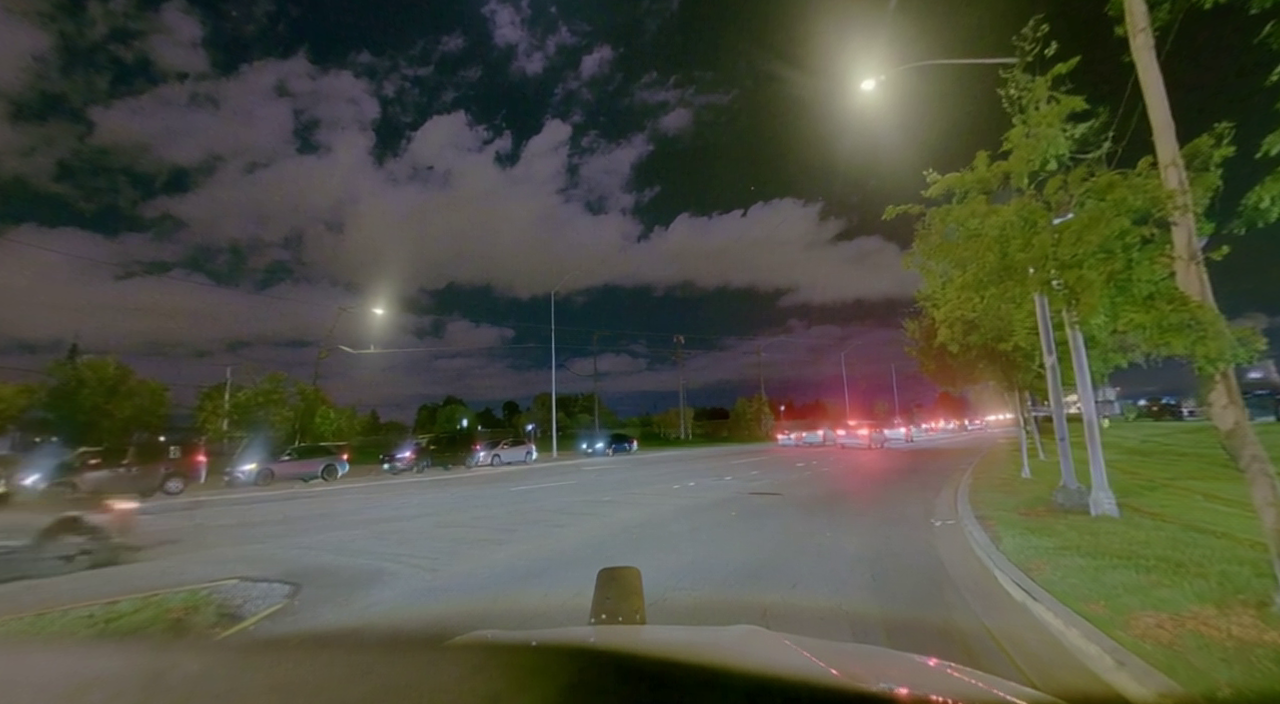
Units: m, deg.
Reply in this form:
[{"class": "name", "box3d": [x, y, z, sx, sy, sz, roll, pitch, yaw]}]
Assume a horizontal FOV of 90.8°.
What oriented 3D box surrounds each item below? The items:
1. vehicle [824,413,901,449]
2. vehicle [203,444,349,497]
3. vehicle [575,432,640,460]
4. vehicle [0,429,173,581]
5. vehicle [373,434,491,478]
[{"class": "vehicle", "box3d": [13.606, 4.836, 38.481, 2.517, 1.936, 4.748, -11, -13, 43]}, {"class": "vehicle", "box3d": [-13.757, 4.421, 24.110, 1.904, 1.719, 4.326, -5, -9, 35]}, {"class": "vehicle", "box3d": [-2.032, 6.130, 41.496, 1.926, 1.691, 4.646, -5, -9, 32]}, {"class": "vehicle", "box3d": [-7.687, 1.527, 6.230, 1.984, 1.482, 4.482, -8, -11, 38]}, {"class": "vehicle", "box3d": [-9.834, 4.903, 30.229, 2.134, 1.924, 4.911, -6, -10, 39]}]
